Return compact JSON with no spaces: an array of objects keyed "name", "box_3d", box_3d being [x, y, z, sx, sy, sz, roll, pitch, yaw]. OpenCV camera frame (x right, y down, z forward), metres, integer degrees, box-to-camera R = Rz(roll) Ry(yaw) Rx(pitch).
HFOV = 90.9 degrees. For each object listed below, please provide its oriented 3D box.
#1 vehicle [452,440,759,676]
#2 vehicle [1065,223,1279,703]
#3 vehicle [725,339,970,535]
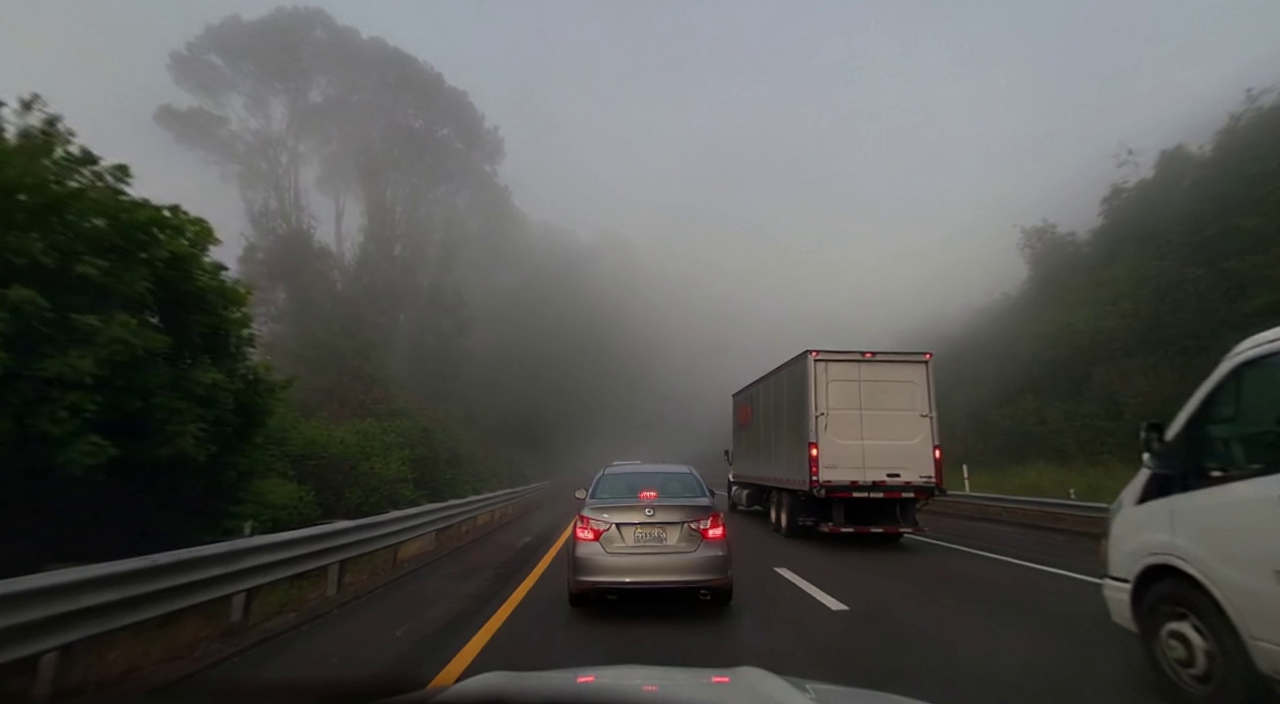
[{"name":"vehicle","box_3d":[-0.248,1.666,5.877,1.980,1.493,3.410,1,-11,-1]},{"name":"vehicle","box_3d":[4.177,0.446,1.671,2.328,2.537,5.290,1,-11,1]},{"name":"vehicle","box_3d":[4.966,2.733,18.449,2.936,3.972,11.144,1,-11,-2]}]
